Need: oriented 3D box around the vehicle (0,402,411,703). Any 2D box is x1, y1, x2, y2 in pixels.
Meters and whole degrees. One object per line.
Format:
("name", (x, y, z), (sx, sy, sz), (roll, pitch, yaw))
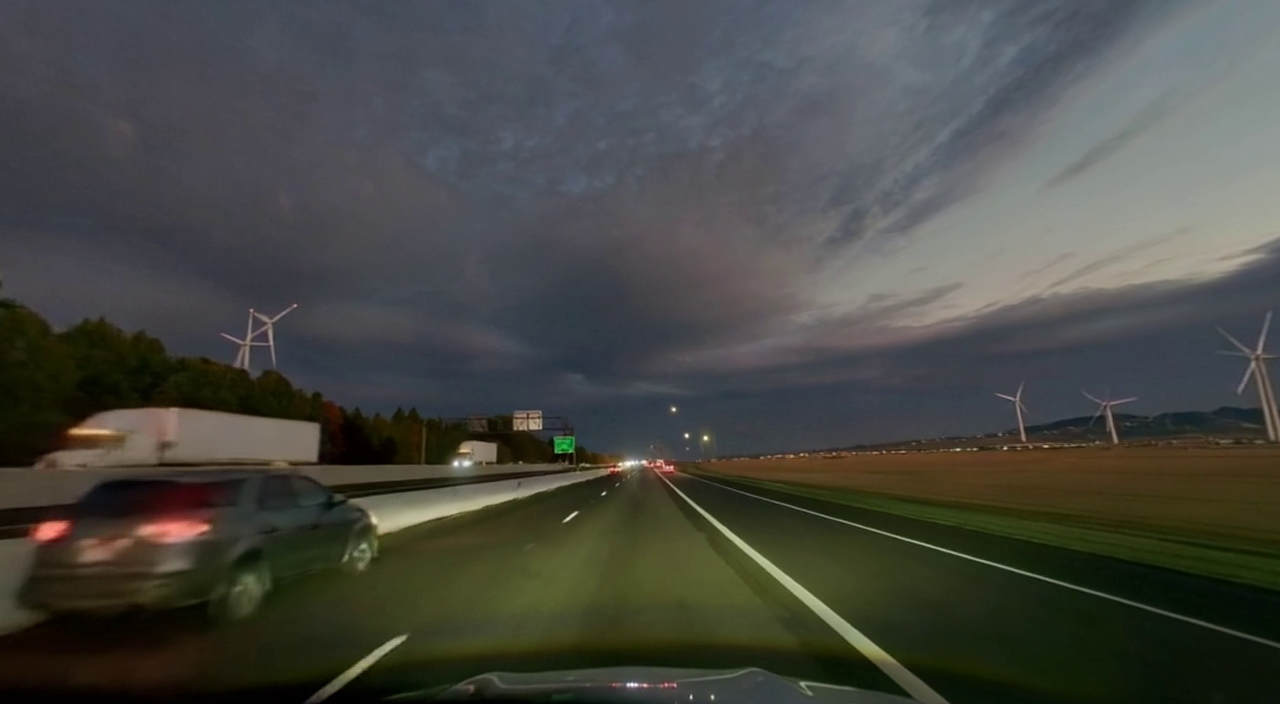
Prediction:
("vehicle", (-3.553, 1.303, 4.430), (2.039, 1.505, 4.843), (1, -10, 0))
